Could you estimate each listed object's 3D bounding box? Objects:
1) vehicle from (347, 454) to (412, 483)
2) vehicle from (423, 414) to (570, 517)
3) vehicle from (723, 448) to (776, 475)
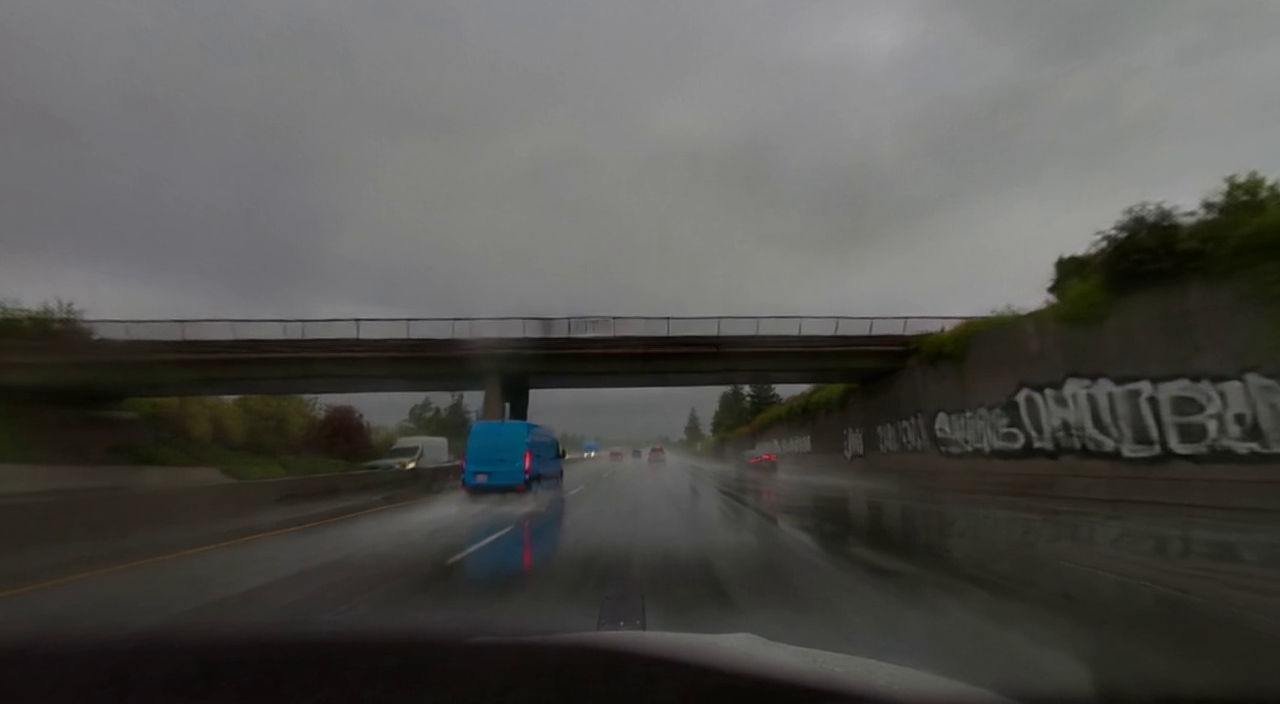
[{"bbox_3d":[-16.051,7.159,39.132,1.960,1.632,4.602,0,-9,1],"label":"vehicle"},{"bbox_3d":[-3.142,2.654,15.176,2.310,2.030,5.094,0,-9,0],"label":"vehicle"},{"bbox_3d":[6.552,6.609,38.221,1.972,1.492,4.623,1,-9,-5],"label":"vehicle"}]
